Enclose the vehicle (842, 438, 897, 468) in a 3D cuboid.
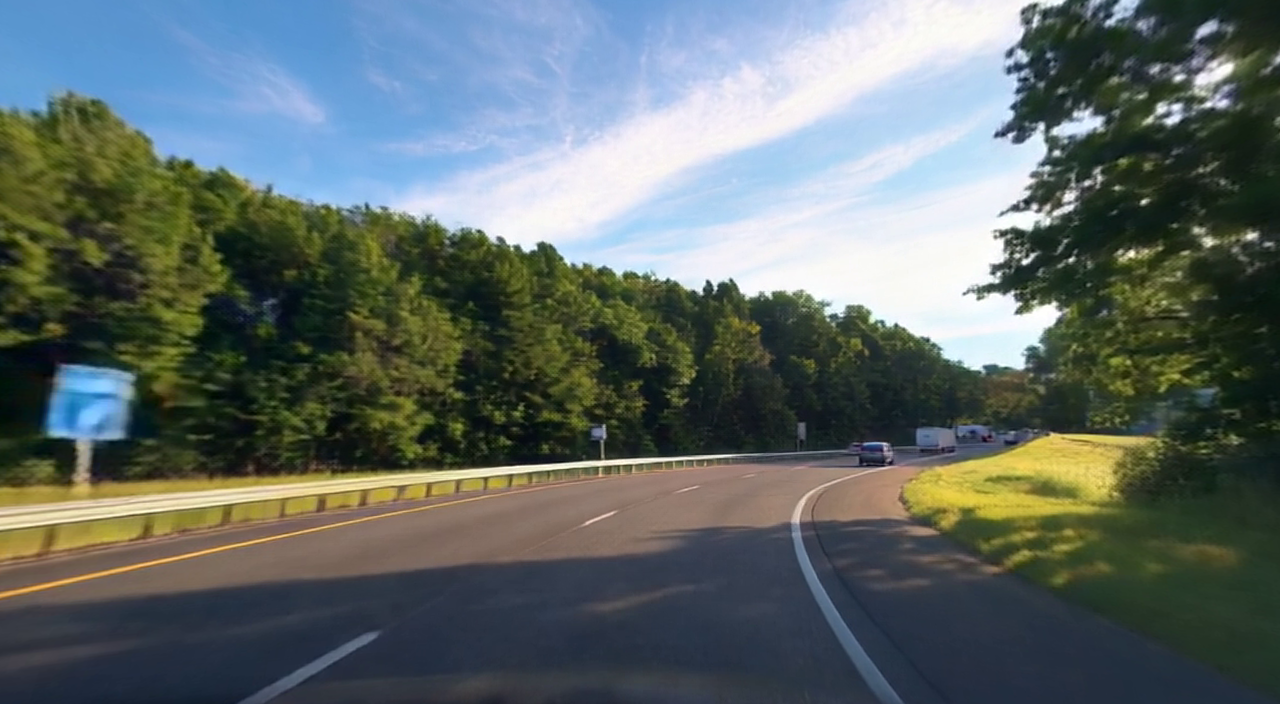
[{"bbox_3d":[14.173,6.209,38.759,2.221,1.674,4.325,-6,-10,31],"label":"vehicle"}]
